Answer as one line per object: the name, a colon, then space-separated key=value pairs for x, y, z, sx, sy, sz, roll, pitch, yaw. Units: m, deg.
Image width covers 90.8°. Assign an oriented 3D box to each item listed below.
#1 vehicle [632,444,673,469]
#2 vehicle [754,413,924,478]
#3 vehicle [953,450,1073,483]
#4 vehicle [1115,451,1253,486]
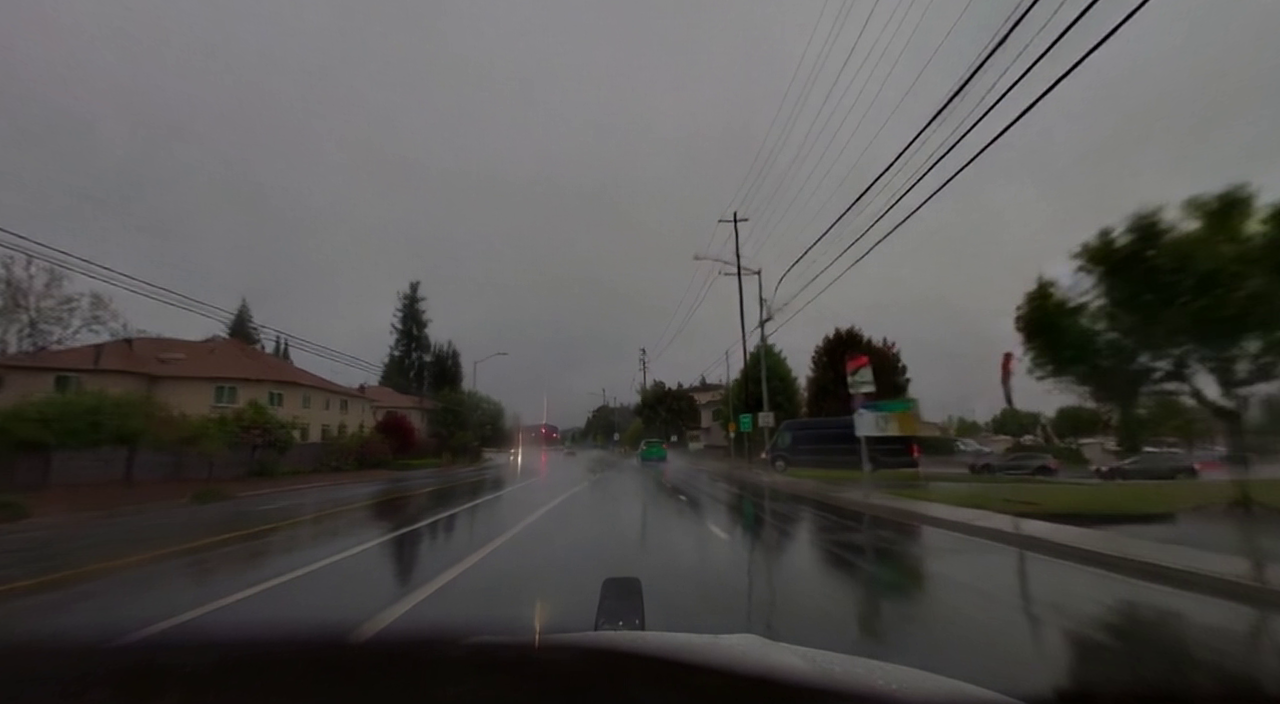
vehicle: x=0.727 y=6.585 z=39.791 sx=2.015 sy=1.467 sz=4.117 roll=1 pitch=-9 yaw=-7
vehicle: x=10.295 y=4.908 z=33.028 sx=7.877 sy=3.013 sz=2.916 roll=-5 pitch=-11 yaw=30
vehicle: x=17.183 y=5.284 z=29.372 sx=4.396 sy=1.447 sz=1.838 roll=-3 pitch=-10 yaw=17
vehicle: x=24.240 y=5.188 z=28.249 sx=4.462 sy=1.449 sz=1.877 roll=1 pitch=-9 yaw=-3
